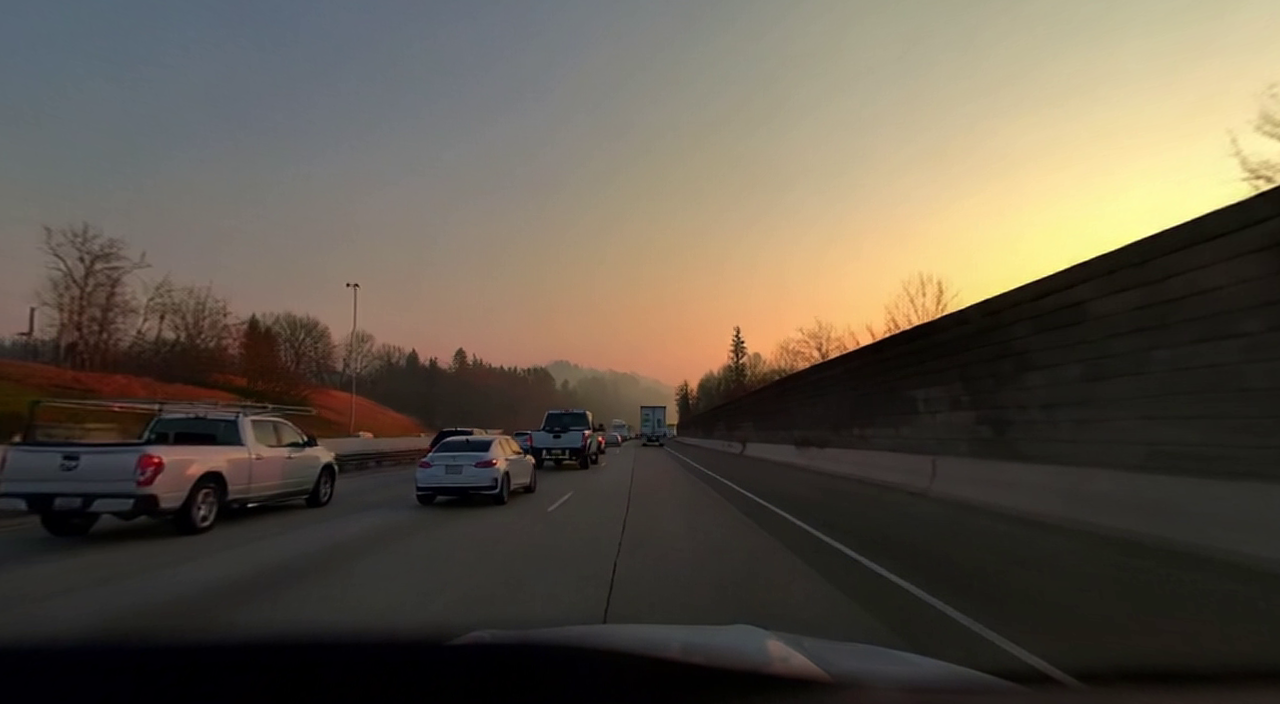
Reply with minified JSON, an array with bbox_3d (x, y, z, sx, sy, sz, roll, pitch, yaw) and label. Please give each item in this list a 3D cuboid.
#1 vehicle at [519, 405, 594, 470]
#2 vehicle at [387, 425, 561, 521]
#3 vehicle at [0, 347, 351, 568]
[{"bbox_3d":[-3.469,3.713,27.254,2.427,2.514,5.159,0,-8,1],"label":"vehicle"},{"bbox_3d":[-2.872,2.180,11.975,2.089,1.485,4.153,0,-8,2],"label":"vehicle"},{"bbox_3d":[-7.130,1.544,9.916,2.386,2.435,5.831,0,-8,0],"label":"vehicle"}]
